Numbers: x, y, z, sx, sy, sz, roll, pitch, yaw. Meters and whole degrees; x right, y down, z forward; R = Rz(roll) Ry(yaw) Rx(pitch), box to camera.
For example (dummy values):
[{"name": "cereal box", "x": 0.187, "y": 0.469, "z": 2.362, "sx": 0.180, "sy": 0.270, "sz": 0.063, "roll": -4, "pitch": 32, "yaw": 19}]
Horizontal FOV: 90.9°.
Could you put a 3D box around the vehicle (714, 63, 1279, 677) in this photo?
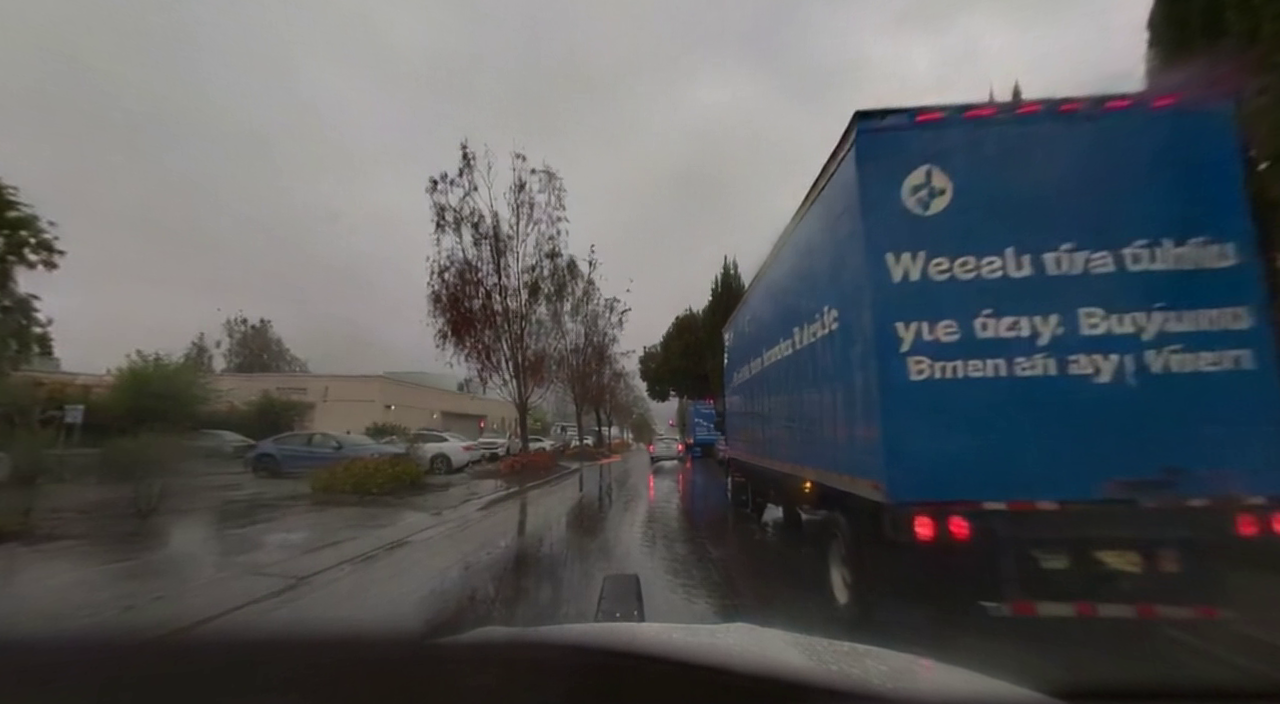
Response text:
[{"name": "vehicle", "x": 3.034, "y": 0.714, "z": 9.033, "sx": 3.019, "sy": 3.659, "sz": 10.648, "roll": 0, "pitch": -8, "yaw": 2}]

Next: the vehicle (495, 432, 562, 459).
[{"name": "vehicle", "x": -6.509, "y": 5.522, "z": 37.149, "sx": 3.569, "sy": 1.520, "sz": 1.797, "roll": 0, "pitch": -8, "yaw": 1}]

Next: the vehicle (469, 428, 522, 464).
[{"name": "vehicle", "x": -7.528, "y": 4.938, "z": 33.218, "sx": 1.996, "sy": 1.719, "sz": 4.382, "roll": 2, "pitch": -8, "yaw": -3}]

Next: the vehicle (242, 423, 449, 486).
[{"name": "vehicle", "x": -7.672, "y": 2.691, "z": 16.725, "sx": 4.555, "sy": 1.517, "sz": 1.858, "roll": 0, "pitch": -8, "yaw": 2}]

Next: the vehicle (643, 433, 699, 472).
[{"name": "vehicle", "x": 1.324, "y": 4.182, "z": 26.432, "sx": 2.160, "sy": 1.498, "sz": 3.909, "roll": 0, "pitch": -8, "yaw": 3}]
